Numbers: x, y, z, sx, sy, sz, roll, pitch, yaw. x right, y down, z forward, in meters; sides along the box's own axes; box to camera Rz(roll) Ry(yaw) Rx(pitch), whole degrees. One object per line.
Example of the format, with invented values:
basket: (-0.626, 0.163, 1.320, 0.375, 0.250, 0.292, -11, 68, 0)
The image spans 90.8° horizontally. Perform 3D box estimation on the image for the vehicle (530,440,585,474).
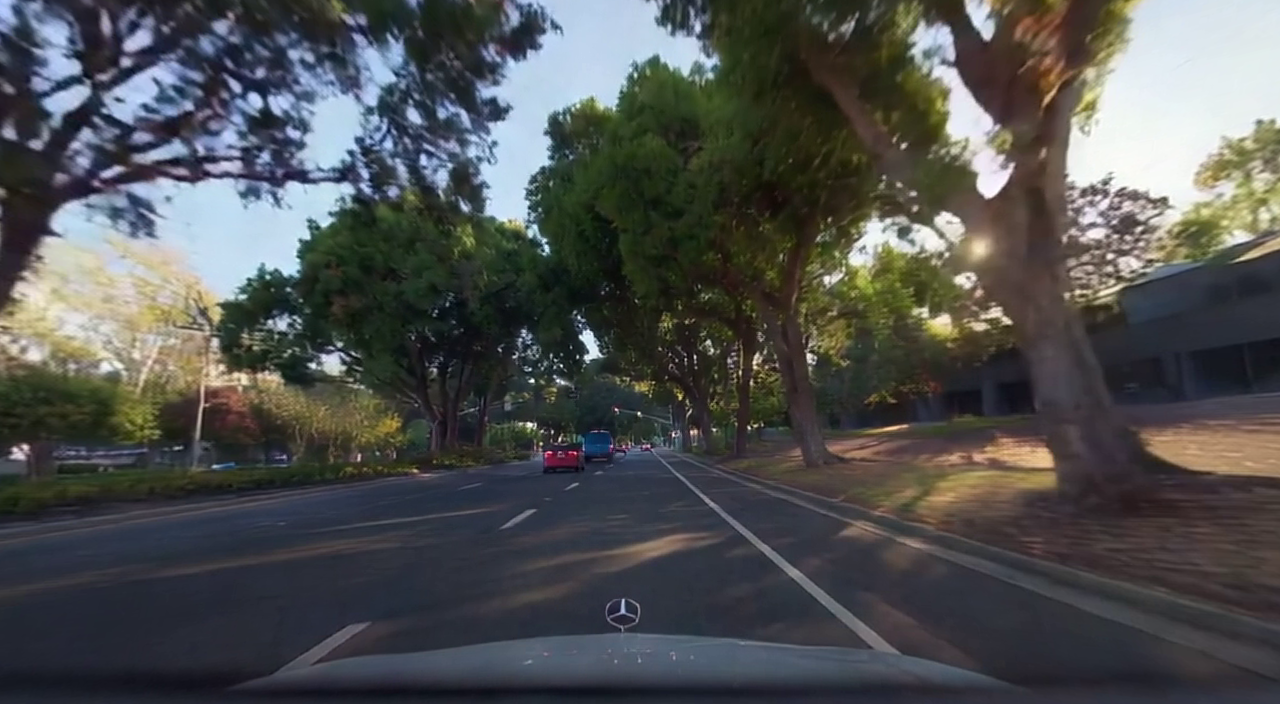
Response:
vehicle: (-3.842, 4.955, 30.012, 2.009, 1.473, 4.028, 0, -8, 1)
